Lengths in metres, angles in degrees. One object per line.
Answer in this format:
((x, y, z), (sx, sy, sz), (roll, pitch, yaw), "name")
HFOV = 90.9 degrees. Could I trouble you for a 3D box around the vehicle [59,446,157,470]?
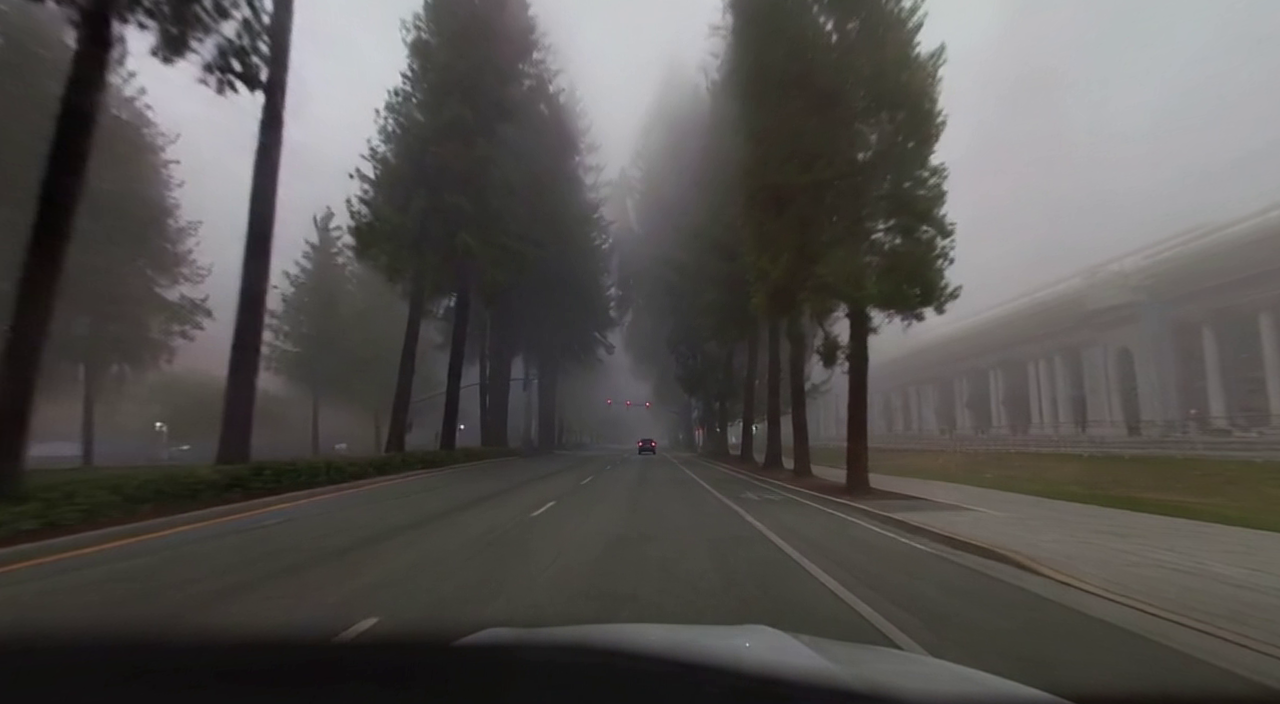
((-32.525, 6.482, 38.620), (4.397, 1.454, 1.803), (0, -9, 2), "vehicle")
